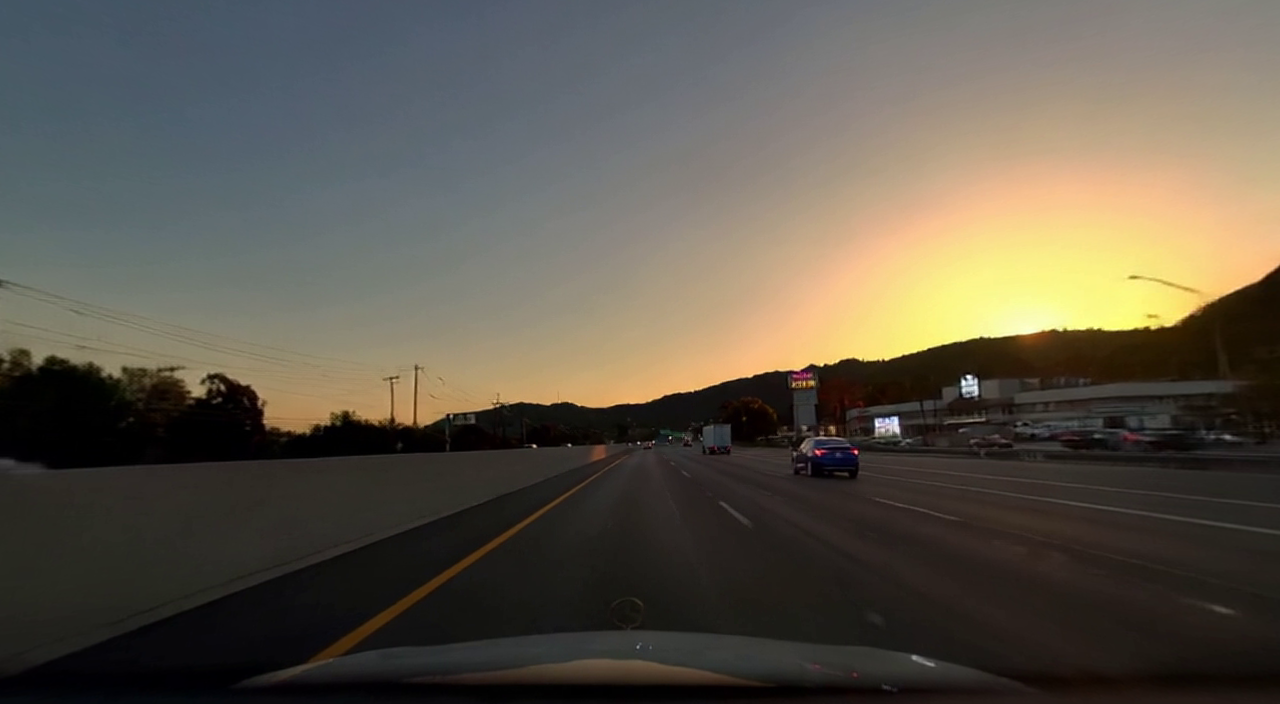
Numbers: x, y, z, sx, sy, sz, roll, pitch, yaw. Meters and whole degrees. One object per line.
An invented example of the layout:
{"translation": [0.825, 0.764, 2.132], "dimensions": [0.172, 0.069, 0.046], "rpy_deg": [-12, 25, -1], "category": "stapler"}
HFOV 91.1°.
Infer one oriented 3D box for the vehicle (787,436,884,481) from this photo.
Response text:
{"translation": [7.284, 4.021, 24.019], "dimensions": [2.079, 1.518, 5.032], "rpy_deg": [0, -8, -1], "category": "vehicle"}
